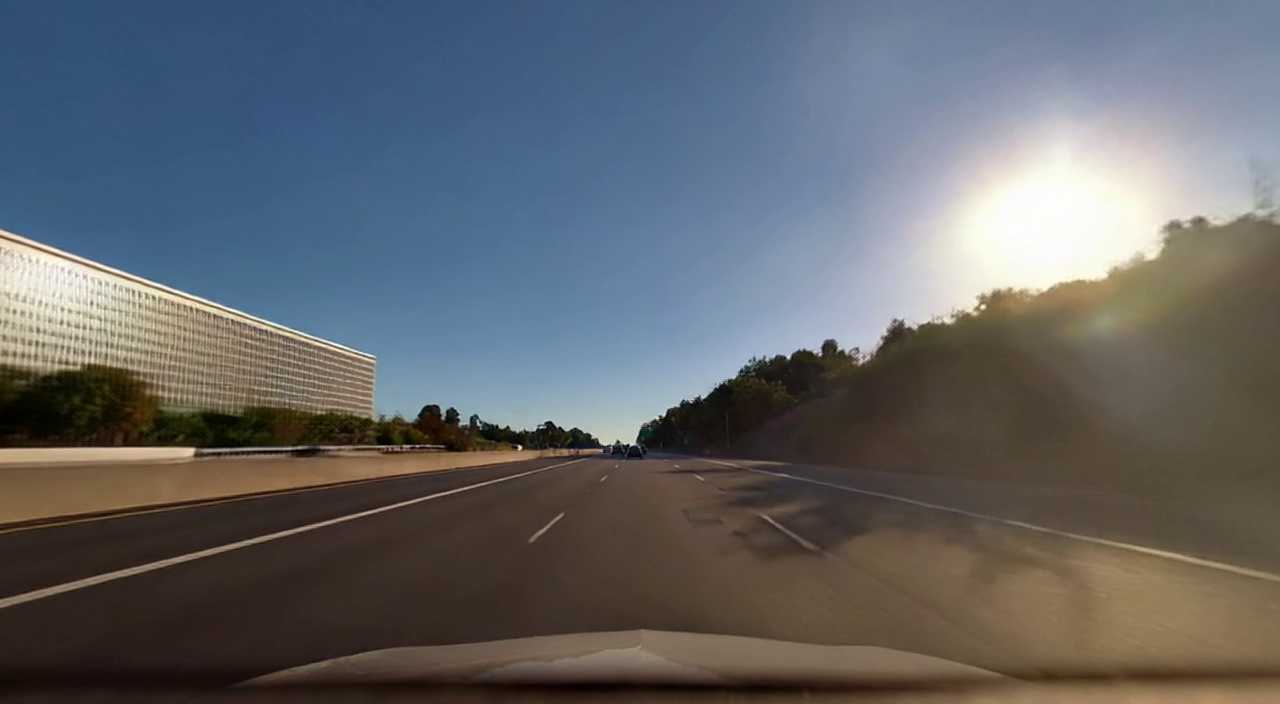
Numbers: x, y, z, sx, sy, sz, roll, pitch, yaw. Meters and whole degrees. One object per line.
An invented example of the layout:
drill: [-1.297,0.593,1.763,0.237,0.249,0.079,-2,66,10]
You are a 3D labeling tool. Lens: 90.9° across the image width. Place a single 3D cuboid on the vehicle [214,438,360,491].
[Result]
vehicle: [-11.344,3.637,20.744,2.046,1.505,4.745,0,-9,0]
